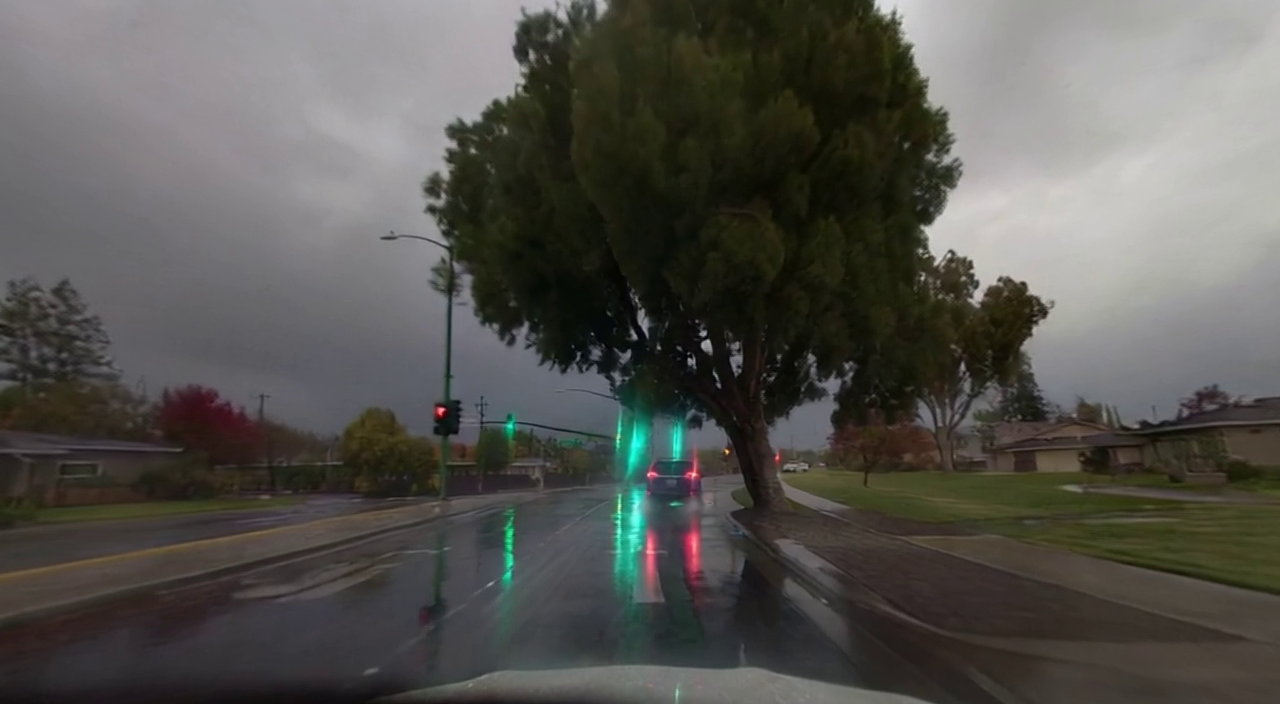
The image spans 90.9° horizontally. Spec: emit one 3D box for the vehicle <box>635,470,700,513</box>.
[{"bbox_3d":[1.086,4.790,22.057,1.972,1.250,5.282,0,-10,6],"label":"vehicle"}]
